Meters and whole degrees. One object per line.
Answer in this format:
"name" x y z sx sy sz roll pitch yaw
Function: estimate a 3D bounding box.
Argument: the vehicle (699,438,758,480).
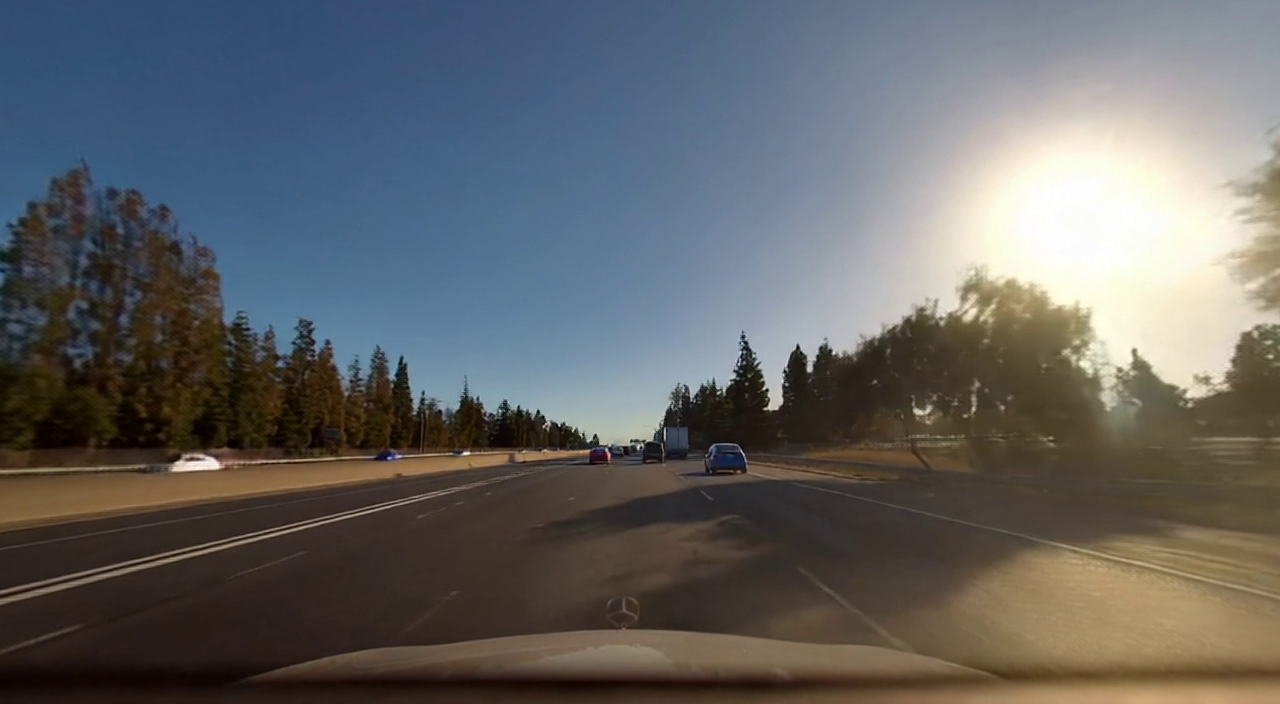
"vehicle" 3.920 4.849 28.722 2.082 1.720 4.393 0 -9 0

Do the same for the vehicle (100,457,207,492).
"vehicle" -25.287 6.334 32.959 1.917 1.632 4.412 0 -9 1

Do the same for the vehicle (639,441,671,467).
"vehicle" 1.050 7.507 46.487 2.205 1.785 4.423 0 -9 0
